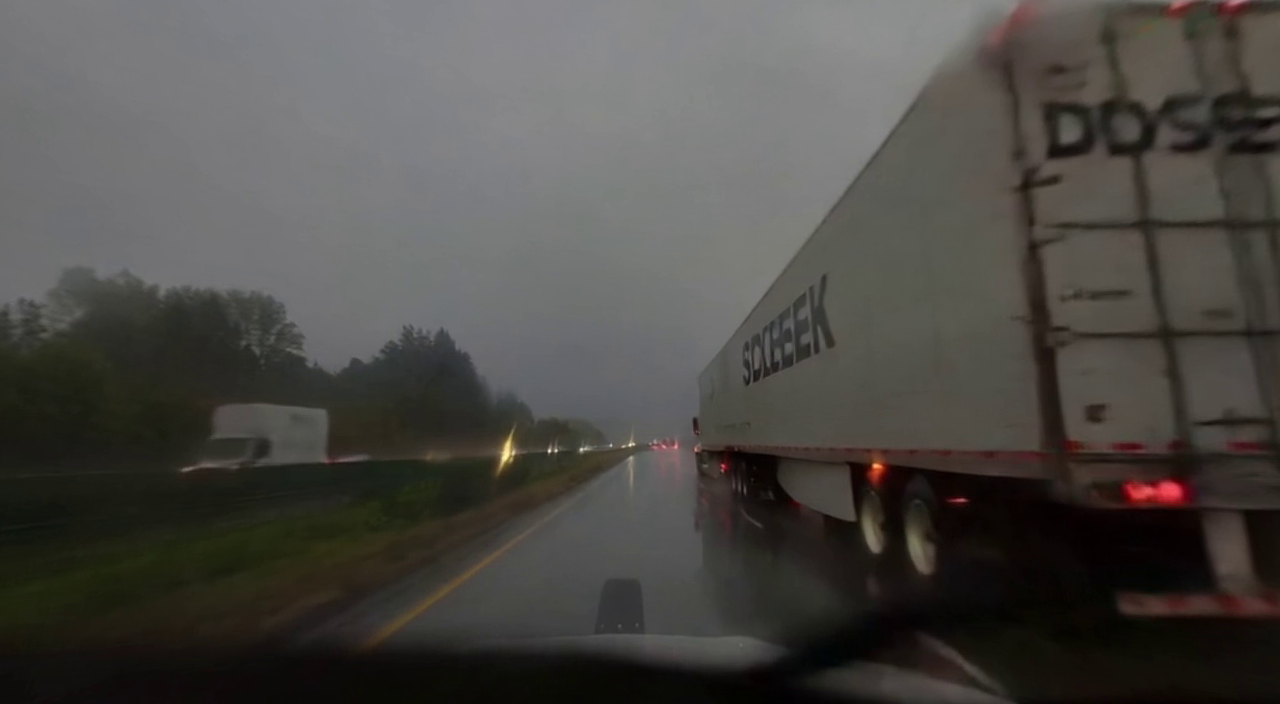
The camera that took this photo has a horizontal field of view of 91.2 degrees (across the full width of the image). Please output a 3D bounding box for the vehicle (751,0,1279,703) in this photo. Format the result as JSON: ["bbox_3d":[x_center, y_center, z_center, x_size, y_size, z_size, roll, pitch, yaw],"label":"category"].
[{"bbox_3d":[3.768,0.438,7.742,3.025,4.010,9.542,0,-9,0],"label":"vehicle"}]
